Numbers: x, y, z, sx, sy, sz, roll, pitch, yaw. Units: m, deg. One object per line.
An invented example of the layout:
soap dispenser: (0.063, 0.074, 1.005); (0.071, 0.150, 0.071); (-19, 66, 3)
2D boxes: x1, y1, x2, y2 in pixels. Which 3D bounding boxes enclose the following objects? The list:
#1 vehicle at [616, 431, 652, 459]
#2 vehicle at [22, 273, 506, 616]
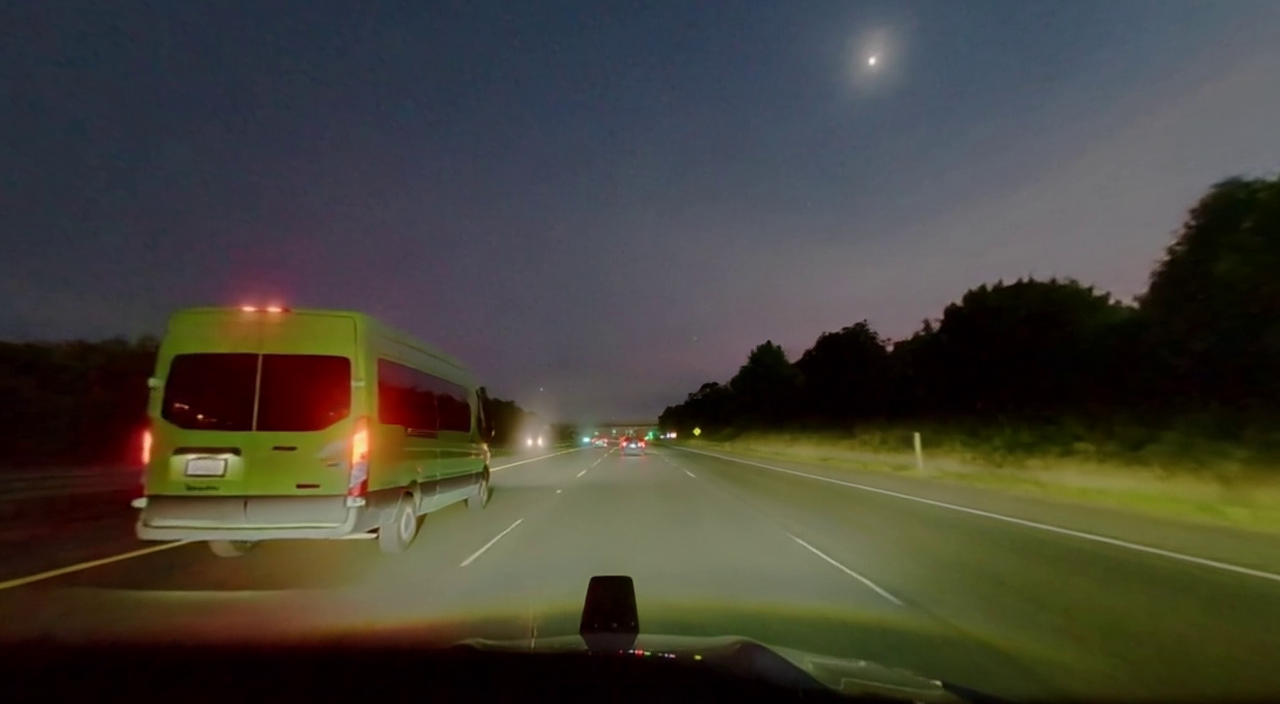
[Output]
vehicle: (-0.370, 5.718, 38.996); (2.104, 1.646, 4.176); (0, -8, -1)
vehicle: (-3.414, 1.047, 7.705); (2.424, 2.577, 5.828); (0, -8, -2)
